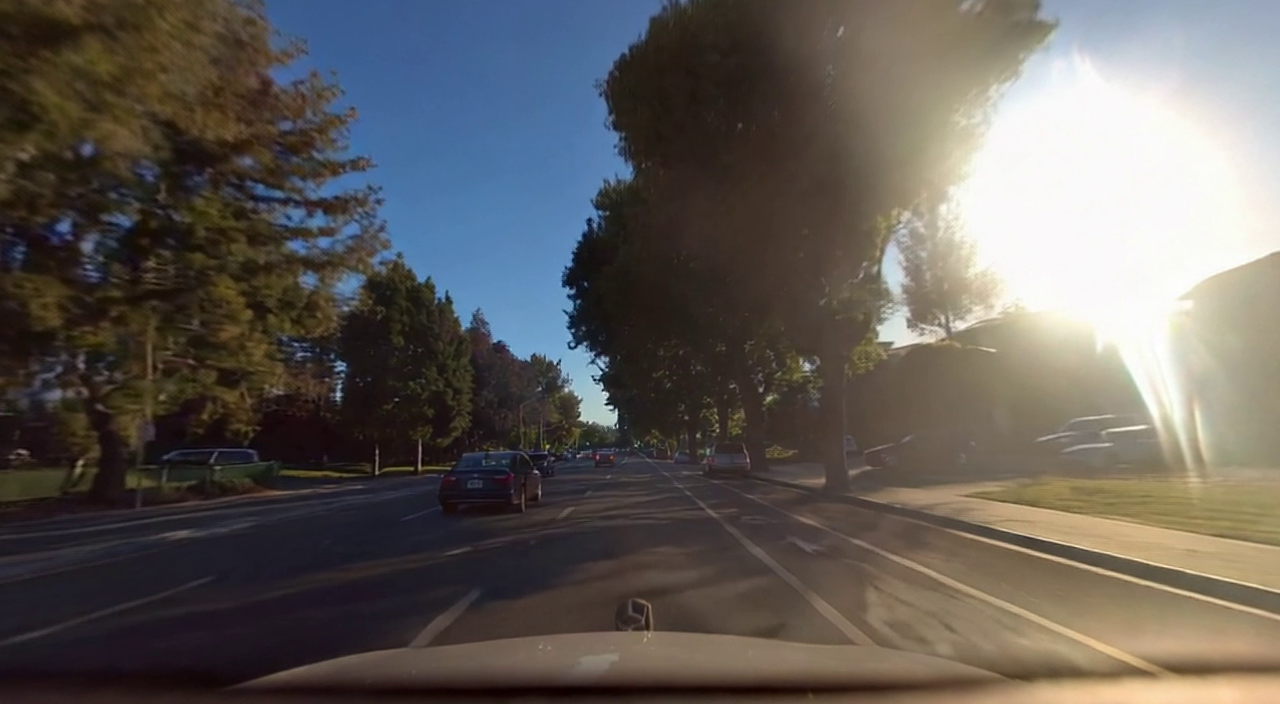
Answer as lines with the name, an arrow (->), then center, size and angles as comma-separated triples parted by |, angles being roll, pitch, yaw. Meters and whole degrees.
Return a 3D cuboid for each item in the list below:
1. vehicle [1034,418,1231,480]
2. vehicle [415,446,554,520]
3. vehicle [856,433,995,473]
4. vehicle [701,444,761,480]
vehicle -> 14.216, 2.813, 18.389 | 3.965, 1.543, 2.021 | -2, -9, 0
vehicle -> -3.427, 2.961, 14.866 | 2.099, 1.470, 4.302 | 0, -9, 1
vehicle -> 11.718, 4.173, 26.139 | 4.766, 1.585, 2.020 | 0, -9, -3
vehicle -> 4.335, 5.321, 30.855 | 2.107, 1.620, 4.793 | 0, -9, -2
